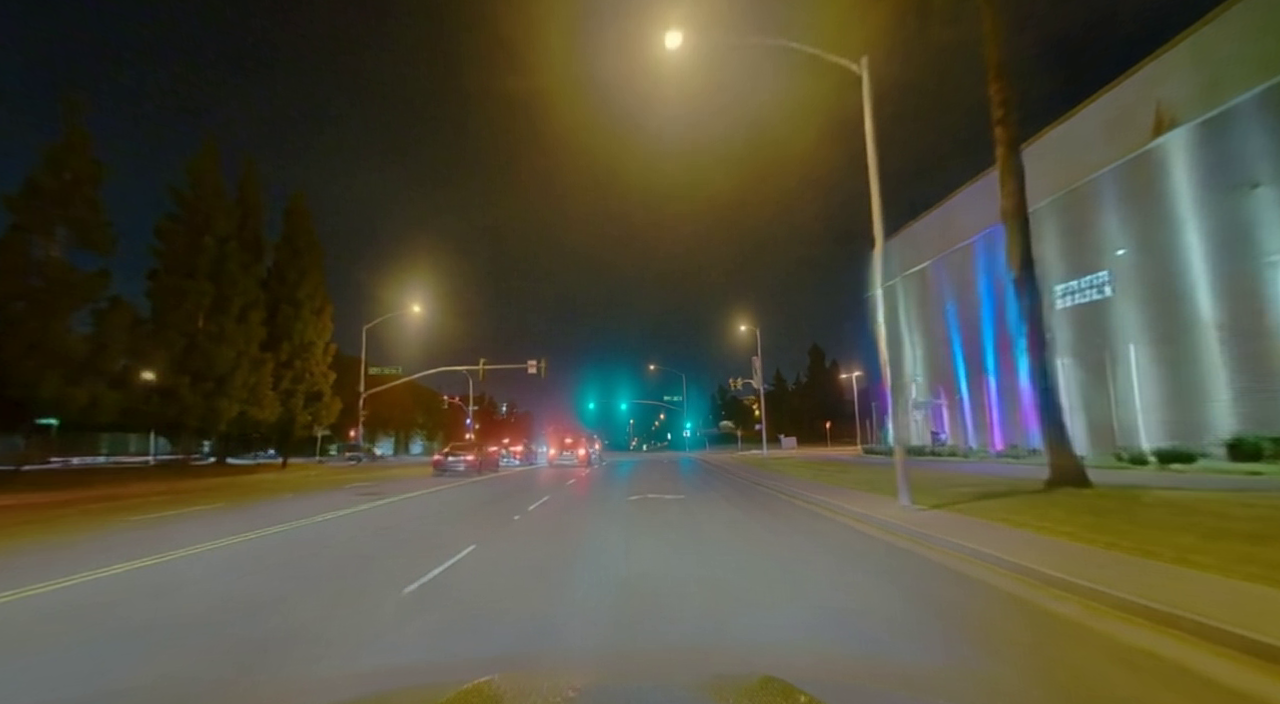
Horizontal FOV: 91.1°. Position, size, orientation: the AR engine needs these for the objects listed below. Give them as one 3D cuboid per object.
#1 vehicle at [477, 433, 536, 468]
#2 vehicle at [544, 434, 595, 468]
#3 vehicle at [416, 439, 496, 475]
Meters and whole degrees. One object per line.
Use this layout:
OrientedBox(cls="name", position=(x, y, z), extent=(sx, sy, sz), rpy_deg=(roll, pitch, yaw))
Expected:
OrientedBox(cls="vehicle", position=(-7.470, 5.582, 35.762), extent=(2.152, 1.813, 4.751), rpy_deg=(0, -8, 2))
OrientedBox(cls="vehicle", position=(-3.628, 5.176, 32.934), extent=(2.043, 1.636, 4.320), rpy_deg=(0, -8, 2))
OrientedBox(cls="vehicle", position=(-7.938, 4.571, 27.548), extent=(2.030, 1.440, 4.464), rpy_deg=(0, -8, 2))
